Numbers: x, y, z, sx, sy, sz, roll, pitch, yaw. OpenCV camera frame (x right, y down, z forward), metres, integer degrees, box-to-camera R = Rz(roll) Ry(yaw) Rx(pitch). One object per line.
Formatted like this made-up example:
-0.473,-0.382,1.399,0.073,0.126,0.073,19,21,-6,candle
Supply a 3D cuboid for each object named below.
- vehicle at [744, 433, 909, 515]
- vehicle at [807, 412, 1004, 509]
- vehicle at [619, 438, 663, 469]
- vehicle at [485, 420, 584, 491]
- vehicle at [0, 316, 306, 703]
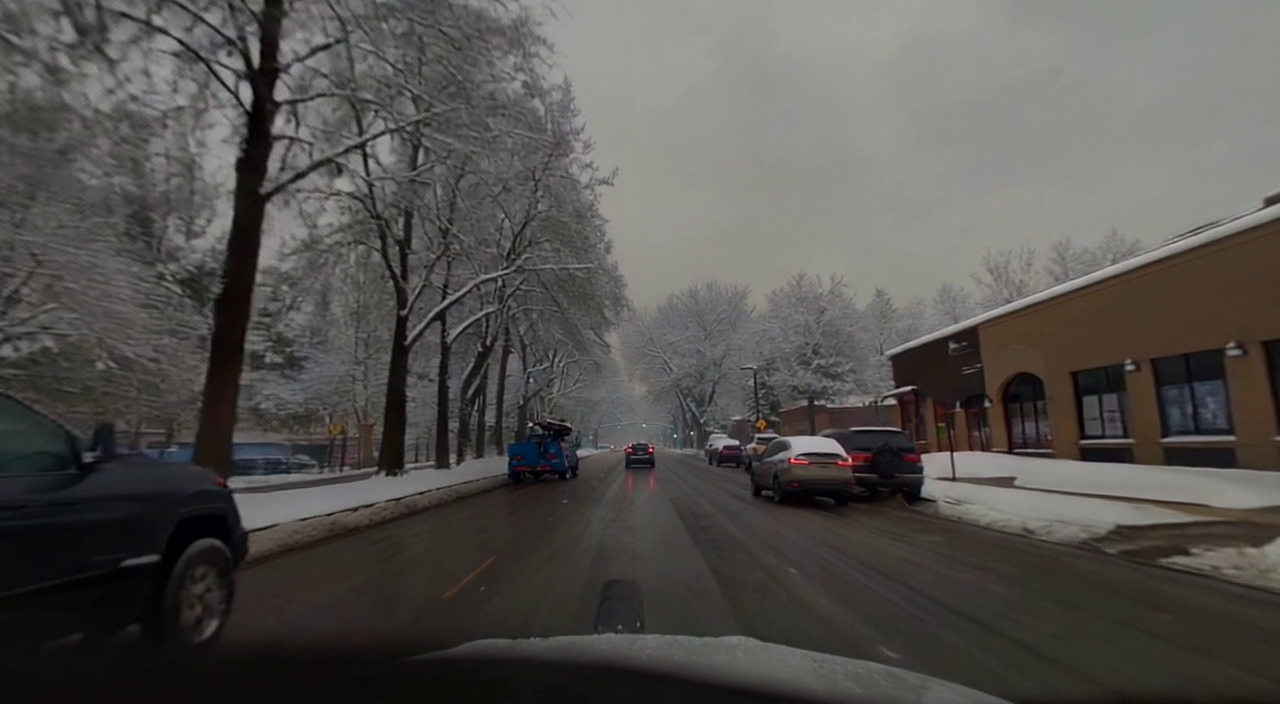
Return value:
4.100,2.757,14.831,2.082,1.601,4.451,1,-8,-6,vehicle
6.653,2.828,16.898,2.921,2.166,5.422,0,-8,1,vehicle
-0.022,6.114,38.111,2.413,1.748,4.406,0,-8,-2,vehicle
-3.357,3.482,21.501,2.424,2.063,5.678,0,-8,-1,vehicle
-3.623,0.750,2.354,2.327,1.775,4.430,0,-8,0,vehicle
